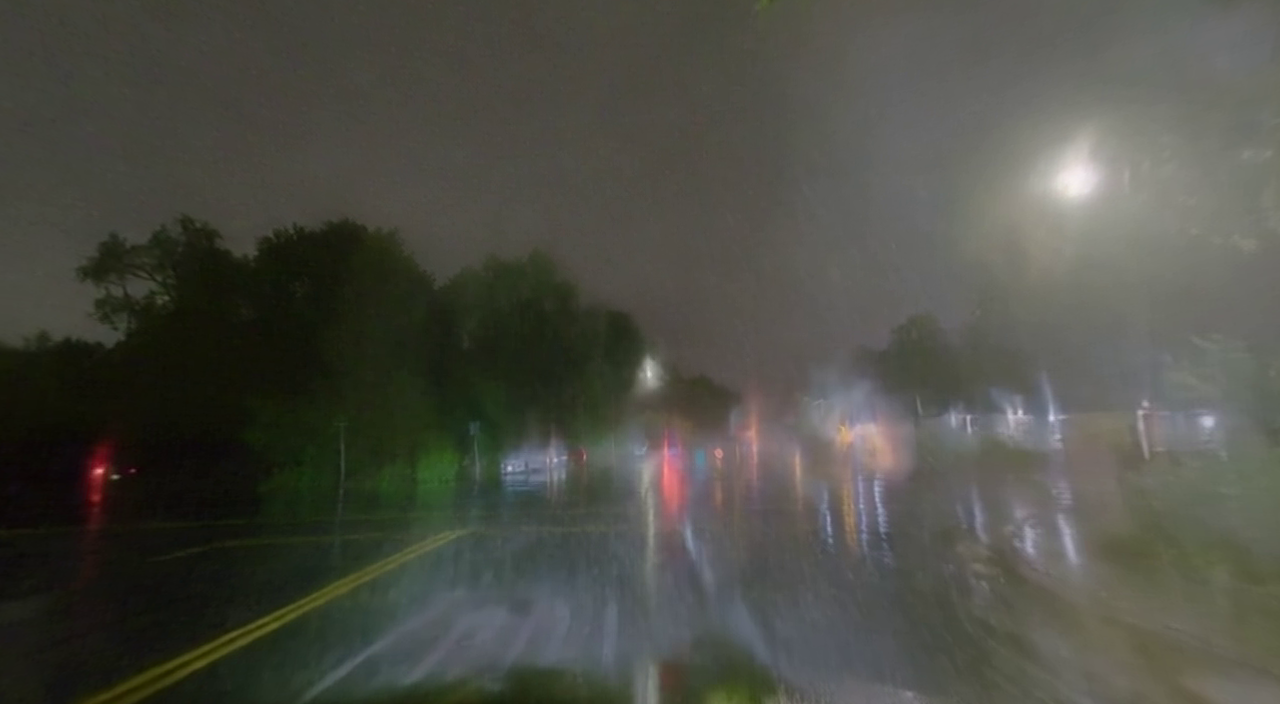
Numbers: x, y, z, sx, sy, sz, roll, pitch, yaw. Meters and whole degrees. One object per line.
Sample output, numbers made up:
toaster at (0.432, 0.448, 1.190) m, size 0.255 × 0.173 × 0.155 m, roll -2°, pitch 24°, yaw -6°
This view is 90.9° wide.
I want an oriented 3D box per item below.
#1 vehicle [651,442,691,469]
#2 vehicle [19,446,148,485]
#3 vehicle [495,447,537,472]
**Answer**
vehicle at (1.752, 6.035, 36.930) m, size 2.051 × 1.461 × 4.100 m, roll 0°, pitch -8°, yaw -2°
vehicle at (-27.588, 5.608, 31.305) m, size 4.986 × 1.796 × 2.066 m, roll -2°, pitch -8°, yaw 12°
vehicle at (-8.235, 7.160, 42.249) m, size 2.102 × 1.507 × 4.049 m, roll 0°, pitch -8°, yaw -2°
